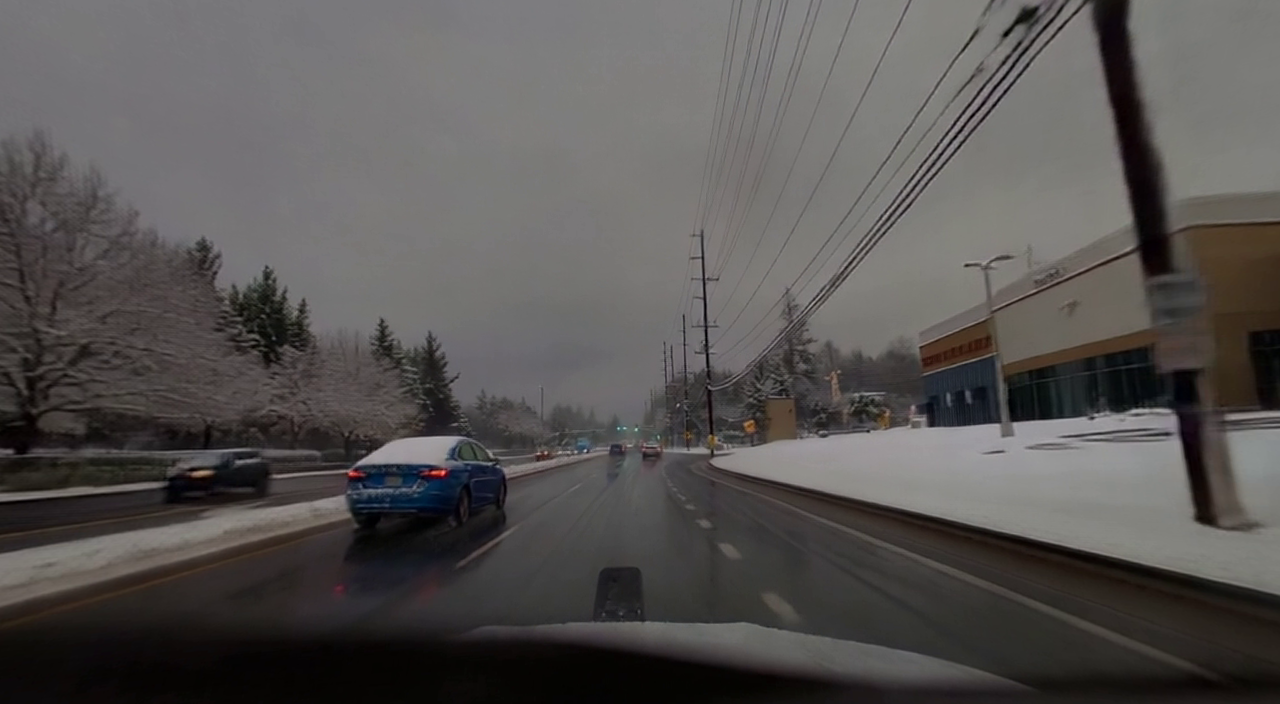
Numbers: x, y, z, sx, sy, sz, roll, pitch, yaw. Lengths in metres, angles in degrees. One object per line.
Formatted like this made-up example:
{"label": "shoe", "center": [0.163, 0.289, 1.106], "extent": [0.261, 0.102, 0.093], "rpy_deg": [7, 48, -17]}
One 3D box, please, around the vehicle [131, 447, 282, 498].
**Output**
{"label": "vehicle", "center": [-15.898, 4.408, 23.542], "extent": [2.332, 1.678, 4.431], "rpy_deg": [0, -9, 3]}

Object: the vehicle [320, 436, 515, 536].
{"label": "vehicle", "center": [-3.861, 2.394, 12.010], "extent": [1.928, 1.488, 4.635], "rpy_deg": [0, -9, 1]}
